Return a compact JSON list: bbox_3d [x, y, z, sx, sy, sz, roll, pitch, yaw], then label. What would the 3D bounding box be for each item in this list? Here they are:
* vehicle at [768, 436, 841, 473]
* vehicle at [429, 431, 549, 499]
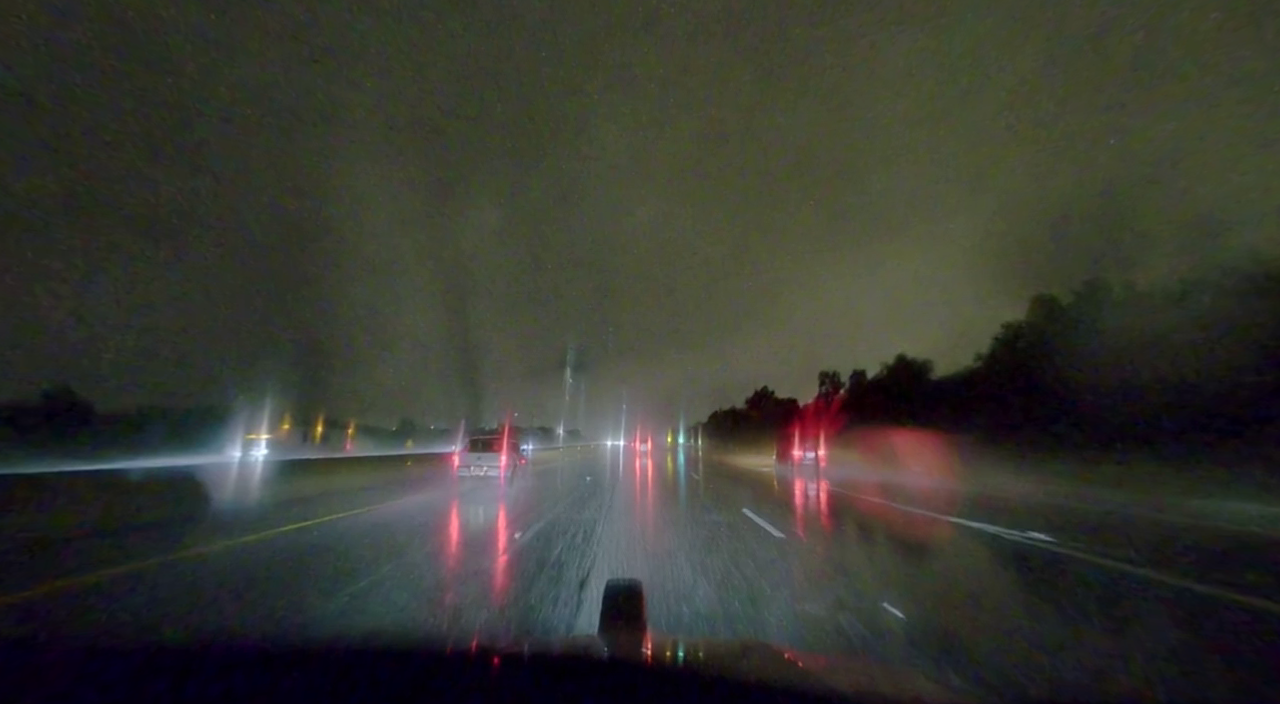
[{"bbox_3d":[7.269,4.571,28.324,1.870,1.493,5.015,0,-8,-1],"label":"vehicle"},{"bbox_3d":[-3.819,2.942,16.765,2.050,1.546,4.344,0,-8,1],"label":"vehicle"}]
